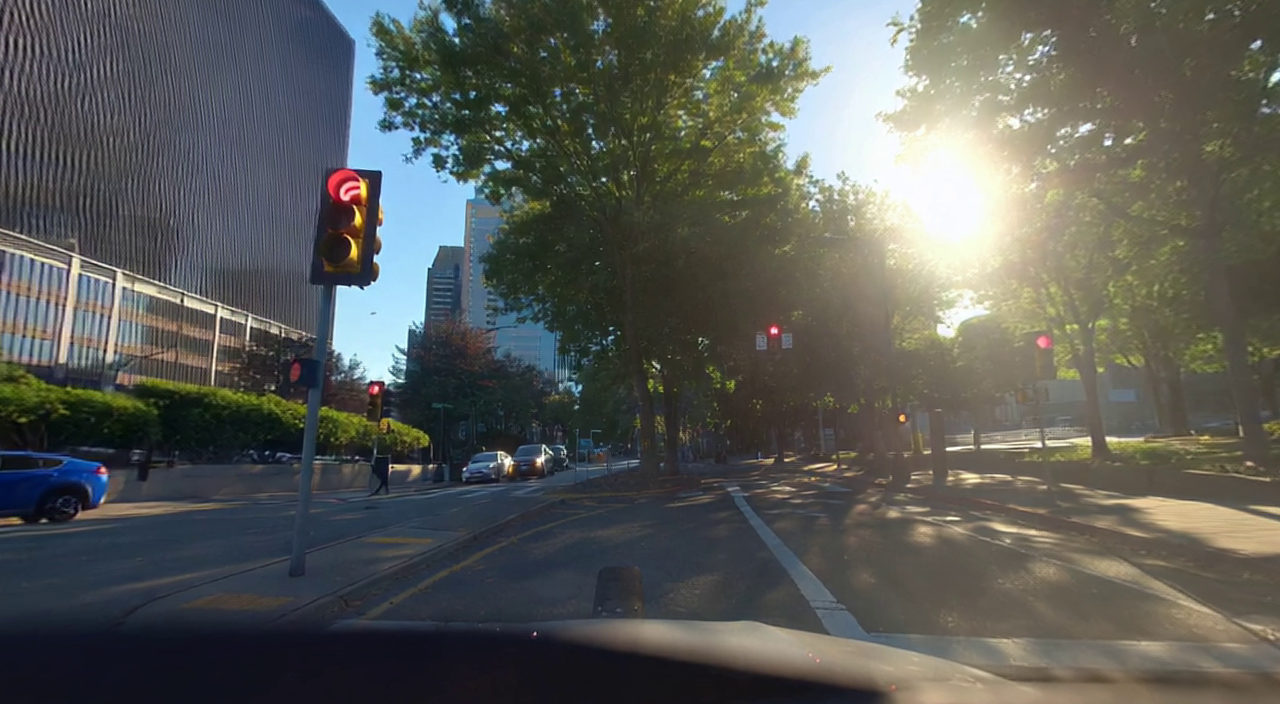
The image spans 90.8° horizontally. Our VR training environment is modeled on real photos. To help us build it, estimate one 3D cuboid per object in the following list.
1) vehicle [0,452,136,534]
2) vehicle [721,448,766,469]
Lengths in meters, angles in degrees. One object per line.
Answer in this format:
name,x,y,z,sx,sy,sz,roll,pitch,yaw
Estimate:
vehicle,-12.855,2.713,12.266,4.598,1.490,1.816,7,-11,-40
vehicle,7.866,8.123,48.408,1.829,1.440,4.384,2,-9,-14
